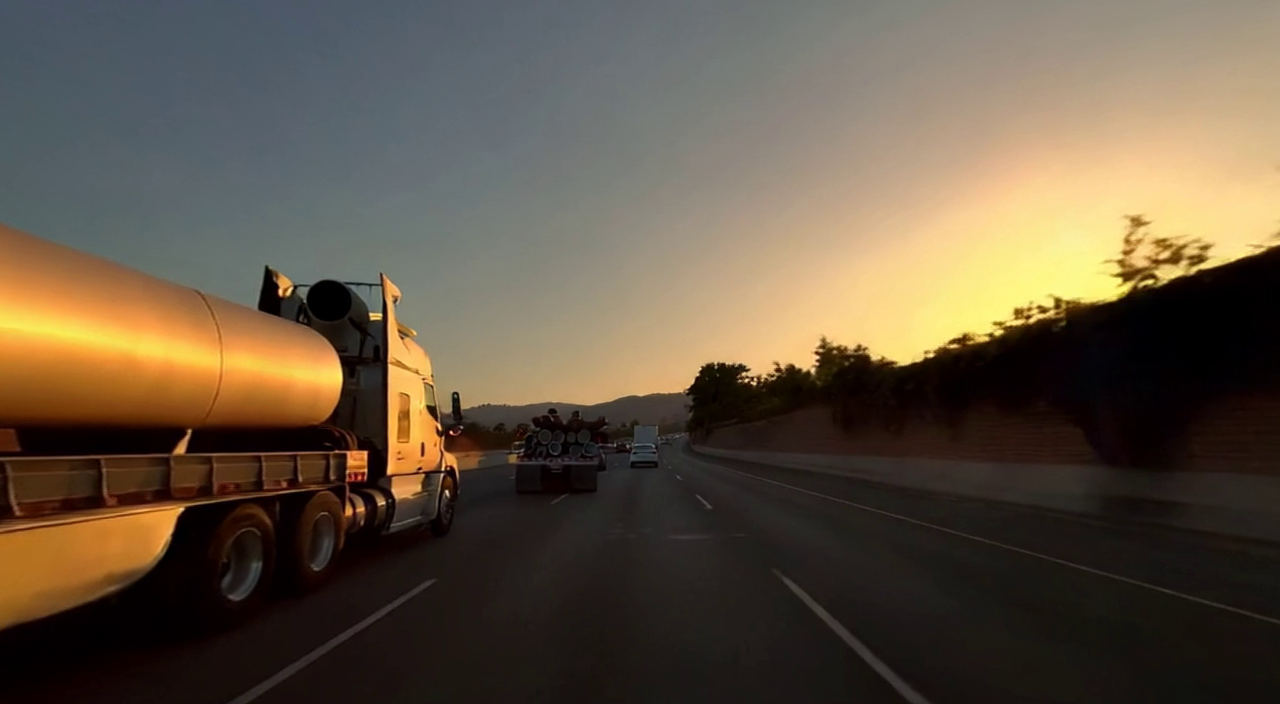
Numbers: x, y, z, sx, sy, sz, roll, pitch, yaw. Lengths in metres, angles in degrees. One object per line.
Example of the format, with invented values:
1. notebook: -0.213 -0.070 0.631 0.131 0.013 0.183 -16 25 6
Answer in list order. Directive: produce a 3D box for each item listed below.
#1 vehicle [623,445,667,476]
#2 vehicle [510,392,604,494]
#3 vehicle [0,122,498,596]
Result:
1. vehicle: 0.212 5.435 31.947 2.041 1.462 4.548 0 -8 -1
2. vehicle: -2.831 3.361 23.395 2.798 3.071 8.412 1 -8 -4
3. vehicle: -4.096 0.383 8.159 2.998 3.992 5.800 0 -8 1
